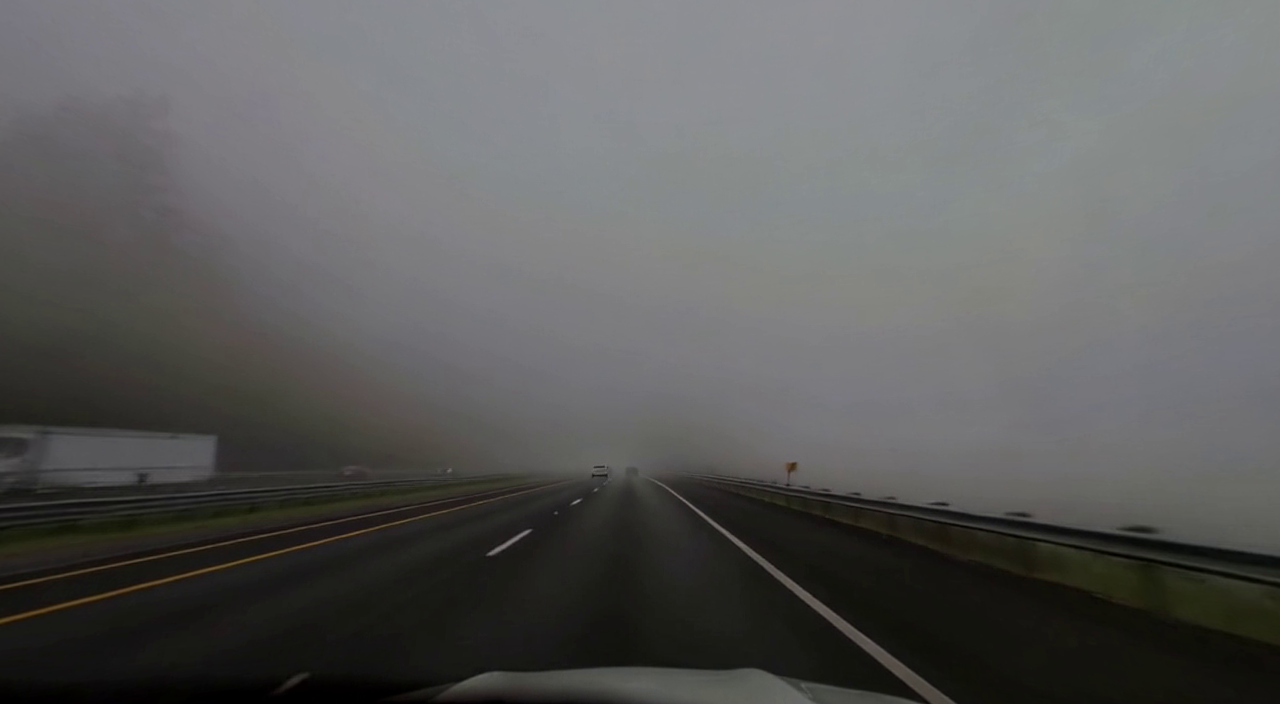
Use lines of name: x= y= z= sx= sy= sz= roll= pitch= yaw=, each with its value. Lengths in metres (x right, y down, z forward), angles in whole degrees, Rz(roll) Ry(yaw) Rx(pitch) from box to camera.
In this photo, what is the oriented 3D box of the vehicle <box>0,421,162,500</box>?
vehicle: x=-24.776 y=4.711 z=27.170 sx=2.567 sy=2.922 sz=7.116 roll=1 pitch=-11 yaw=0
